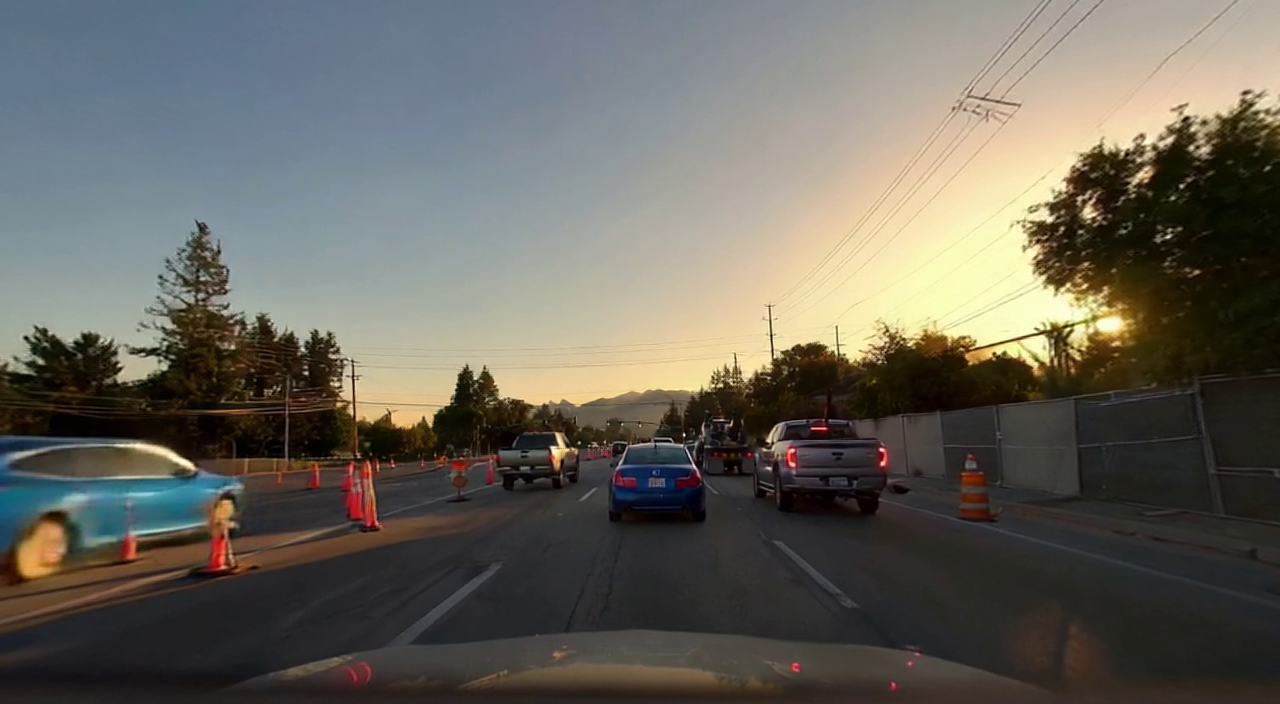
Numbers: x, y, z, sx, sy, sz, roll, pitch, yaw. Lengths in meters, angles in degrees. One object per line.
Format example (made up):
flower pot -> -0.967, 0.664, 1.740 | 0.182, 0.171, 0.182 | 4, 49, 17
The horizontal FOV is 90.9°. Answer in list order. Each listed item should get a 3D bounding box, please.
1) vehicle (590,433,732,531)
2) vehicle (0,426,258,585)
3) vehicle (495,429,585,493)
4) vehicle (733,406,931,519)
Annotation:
vehicle -> 0.340, 2.288, 11.727 | 2.128, 1.473, 4.272 | 0, -8, 1
vehicle -> -7.082, 1.682, 7.473 | 2.018, 1.490, 4.926 | 0, -8, 0
vehicle -> -2.957, 3.333, 19.588 | 1.989, 1.729, 4.184 | 0, -8, 2
vehicle -> 3.915, 2.451, 14.503 | 2.555, 2.017, 6.201 | 0, -8, 0
